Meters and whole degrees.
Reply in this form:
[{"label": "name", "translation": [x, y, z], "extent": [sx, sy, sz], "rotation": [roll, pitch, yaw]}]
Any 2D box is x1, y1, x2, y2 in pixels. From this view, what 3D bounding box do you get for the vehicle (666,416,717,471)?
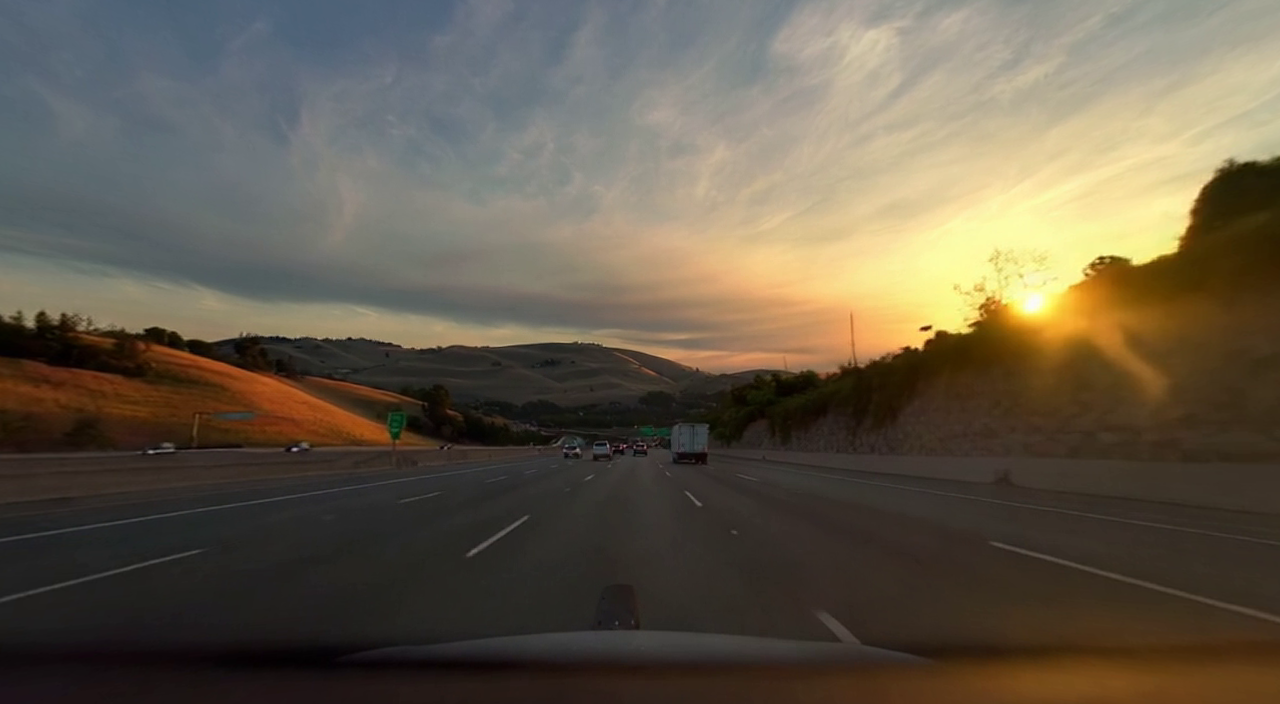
[{"label": "vehicle", "translation": [3.264, 6.110, 41.721], "extent": [2.795, 3.187, 7.205], "rotation": [-1, -10, 1]}]
